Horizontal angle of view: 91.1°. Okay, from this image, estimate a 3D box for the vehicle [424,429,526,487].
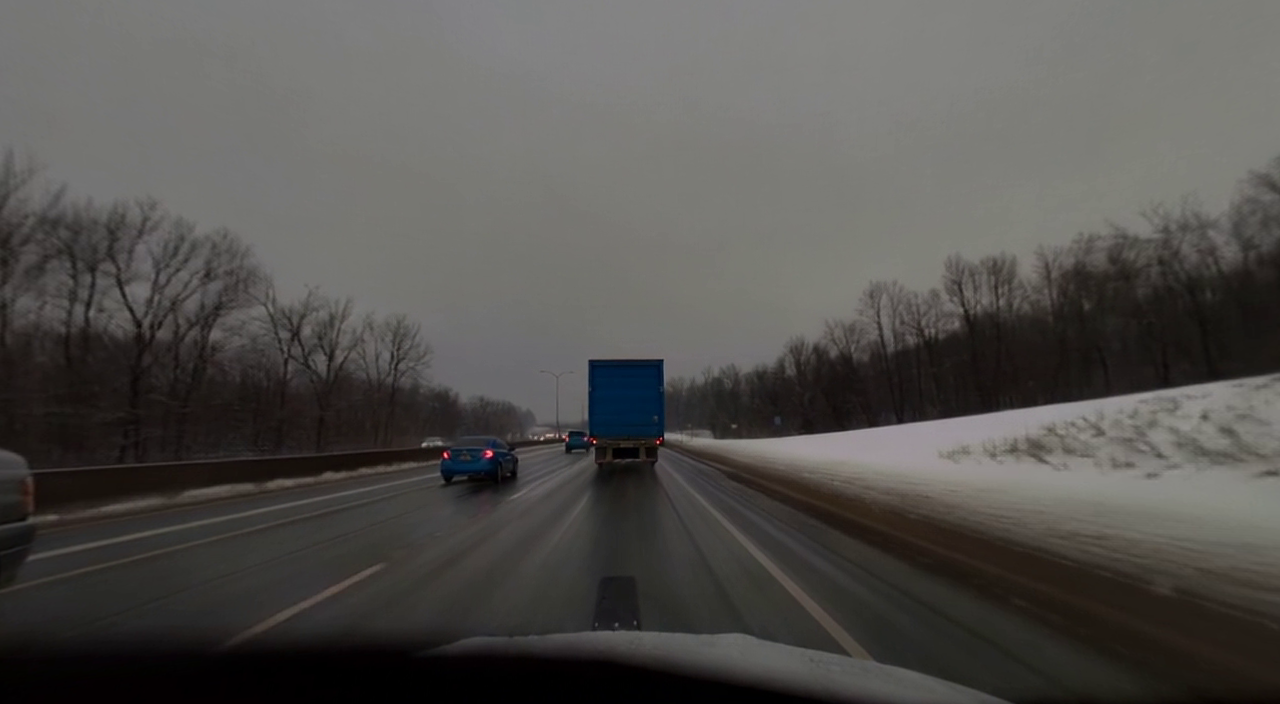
[{"bbox_3d":[-4.832,3.147,19.106,1.931,1.539,4.441,0,-8,0],"label":"vehicle"}]

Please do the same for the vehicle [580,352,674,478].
[{"bbox_3d":[-0.525,2.671,25.199,2.953,4.041,10.072,0,-8,-1],"label":"vehicle"}]
